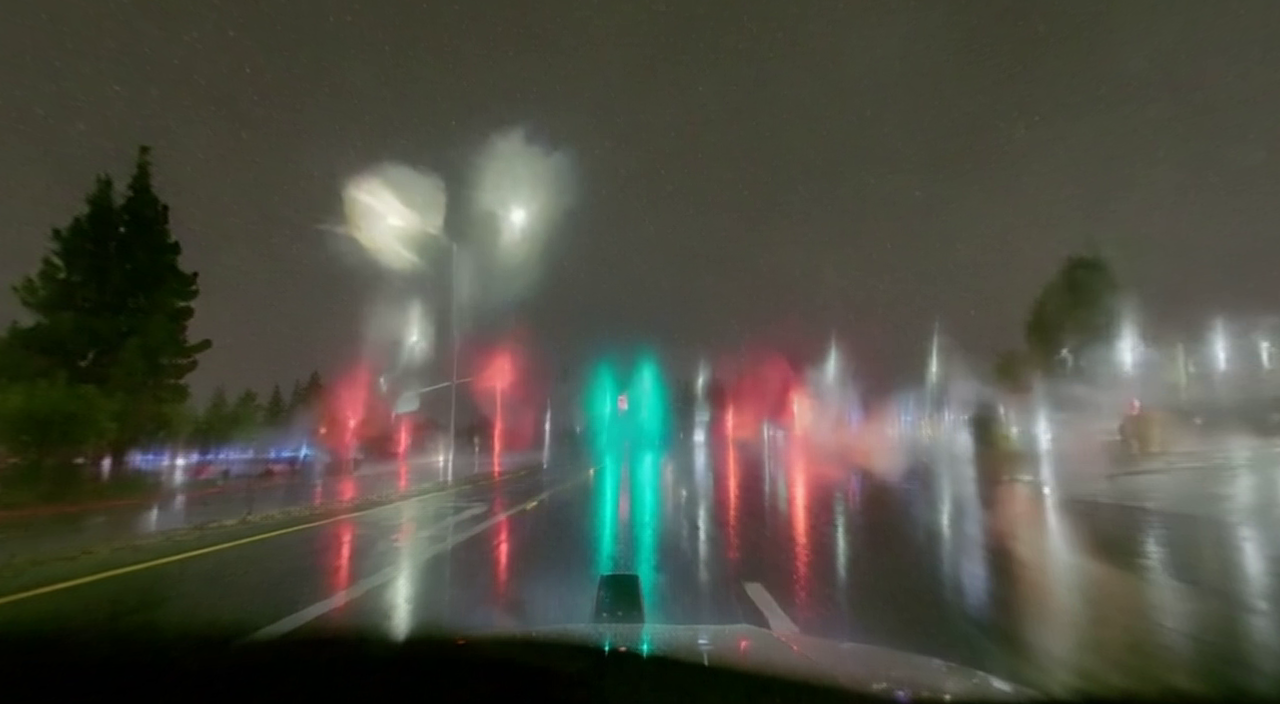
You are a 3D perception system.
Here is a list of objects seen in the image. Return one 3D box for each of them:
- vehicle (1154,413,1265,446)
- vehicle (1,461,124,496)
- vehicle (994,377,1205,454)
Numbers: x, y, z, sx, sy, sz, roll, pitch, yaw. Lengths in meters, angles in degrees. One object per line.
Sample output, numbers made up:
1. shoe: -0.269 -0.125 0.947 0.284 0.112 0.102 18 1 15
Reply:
1. vehicle: 33.018 4.576 36.870 1.990 1.708 4.629 -1 -9 -3
2. vehicle: -29.979 6.568 32.907 4.396 1.633 2.000 0 -8 0
3. vehicle: 20.724 2.953 28.857 7.304 3.335 2.869 0 -8 -2
